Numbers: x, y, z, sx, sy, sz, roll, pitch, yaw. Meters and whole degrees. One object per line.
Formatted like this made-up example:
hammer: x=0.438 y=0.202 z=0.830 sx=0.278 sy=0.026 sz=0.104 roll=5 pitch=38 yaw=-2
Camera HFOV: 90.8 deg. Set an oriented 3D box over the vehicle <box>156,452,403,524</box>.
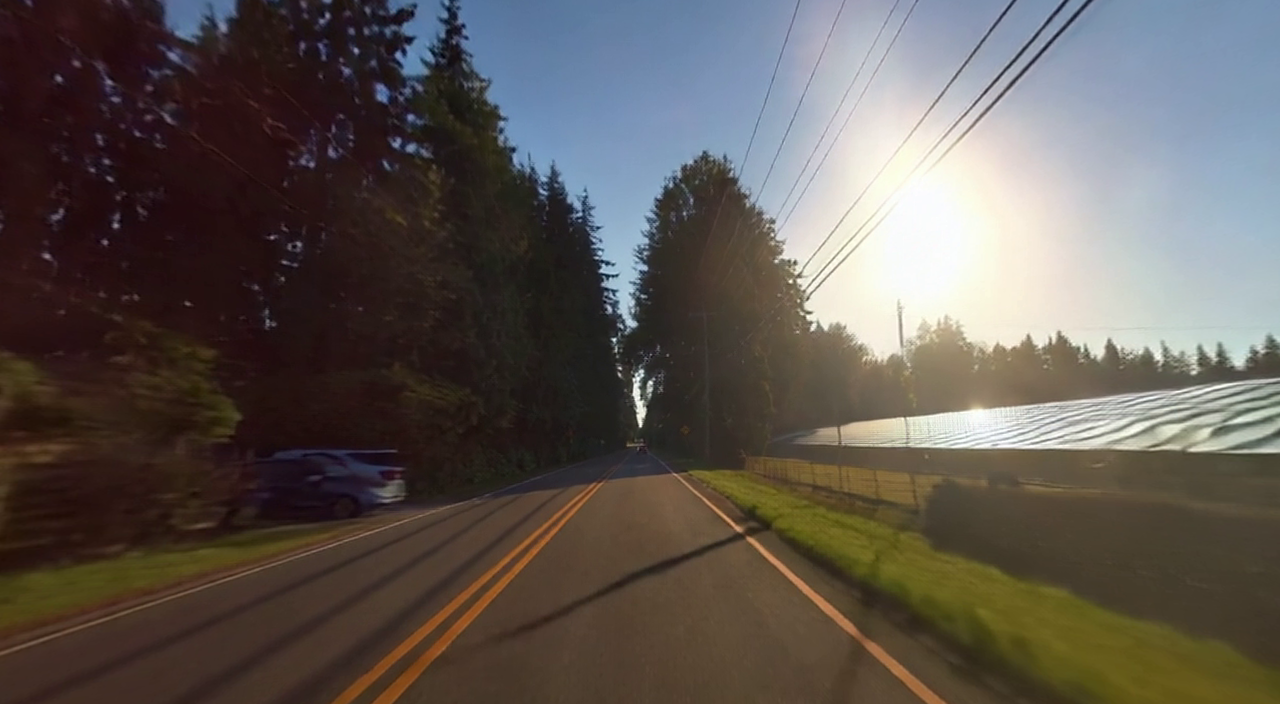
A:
vehicle: x=-8.138 y=3.084 z=14.601 sx=4.525 sy=1.499 sz=1.934 roll=0 pitch=-8 yaw=1
